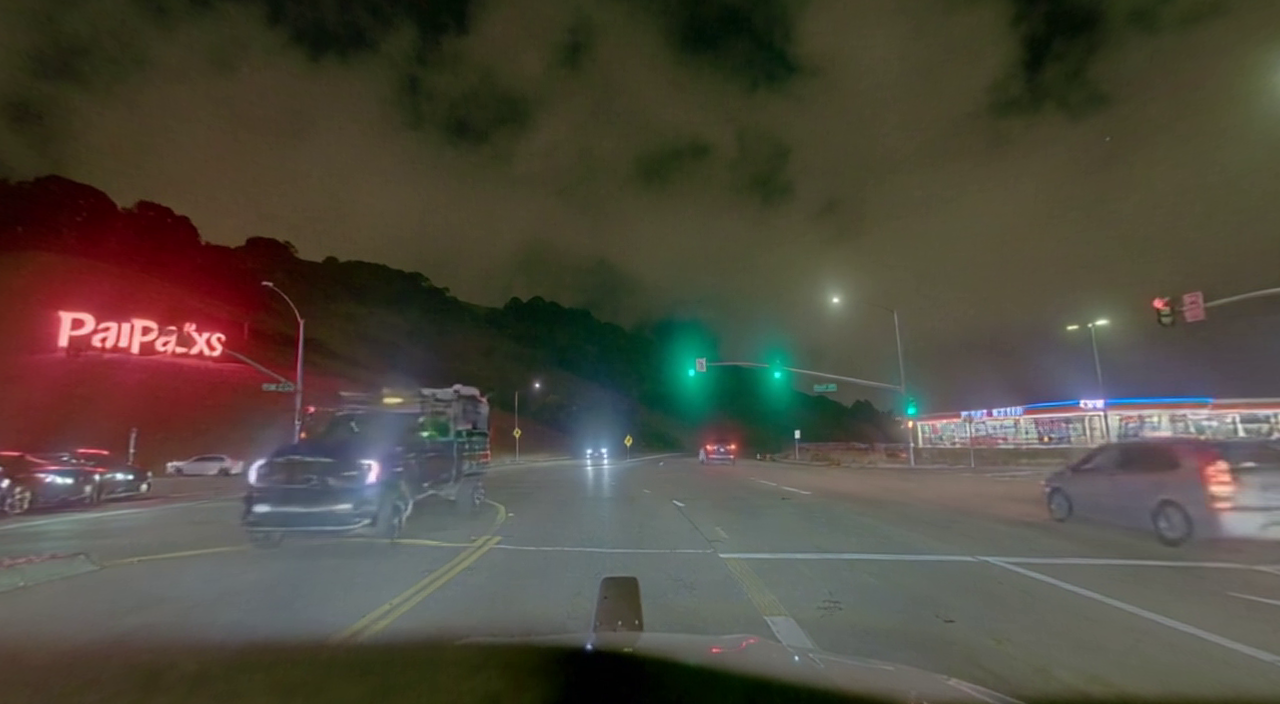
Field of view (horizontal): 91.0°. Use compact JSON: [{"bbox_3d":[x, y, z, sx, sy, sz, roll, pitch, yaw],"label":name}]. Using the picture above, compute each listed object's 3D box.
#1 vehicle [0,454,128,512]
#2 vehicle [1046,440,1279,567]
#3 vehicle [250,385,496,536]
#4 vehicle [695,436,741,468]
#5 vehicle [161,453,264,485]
[{"bbox_3d":[-19.792,4.212,20.490,4.440,1.748,2.033,0,-9,1],"label":"vehicle"},{"bbox_3d":[9.957,2.540,11.400,2.273,1.839,4.218,0,-8,-1],"label":"vehicle"},{"bbox_3d":[-4.834,2.119,12.811,2.318,2.325,5.910,0,-8,1],"label":"vehicle"},{"bbox_3d":[5.605,7.242,45.816,2.388,2.201,5.139,1,-9,-3],"label":"vehicle"},{"bbox_3d":[-24.613,6.705,36.367,4.336,1.706,2.069,2,-9,-11],"label":"vehicle"}]
